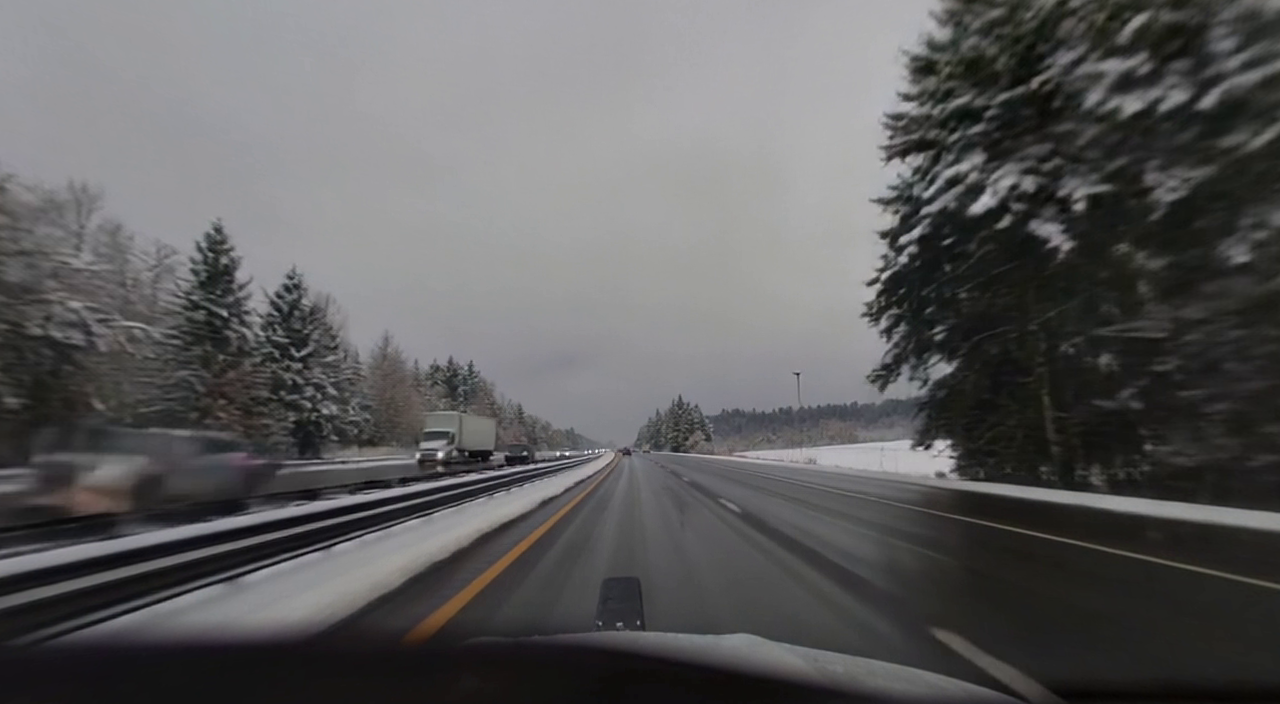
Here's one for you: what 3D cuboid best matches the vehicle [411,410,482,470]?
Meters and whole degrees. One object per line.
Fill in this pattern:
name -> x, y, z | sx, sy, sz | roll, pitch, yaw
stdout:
vehicle -> -13.047, 6.061, 43.061 | 3.023, 3.837, 5.876 | 0, -9, -1

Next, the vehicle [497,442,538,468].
vehicle -> -8.620, 7.262, 44.606 | 2.060, 1.750, 4.253 | 0, -9, -1

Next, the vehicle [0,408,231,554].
vehicle -> -8.782, 1.858, 9.529 | 2.167, 1.729, 4.445 | 0, -9, 0
